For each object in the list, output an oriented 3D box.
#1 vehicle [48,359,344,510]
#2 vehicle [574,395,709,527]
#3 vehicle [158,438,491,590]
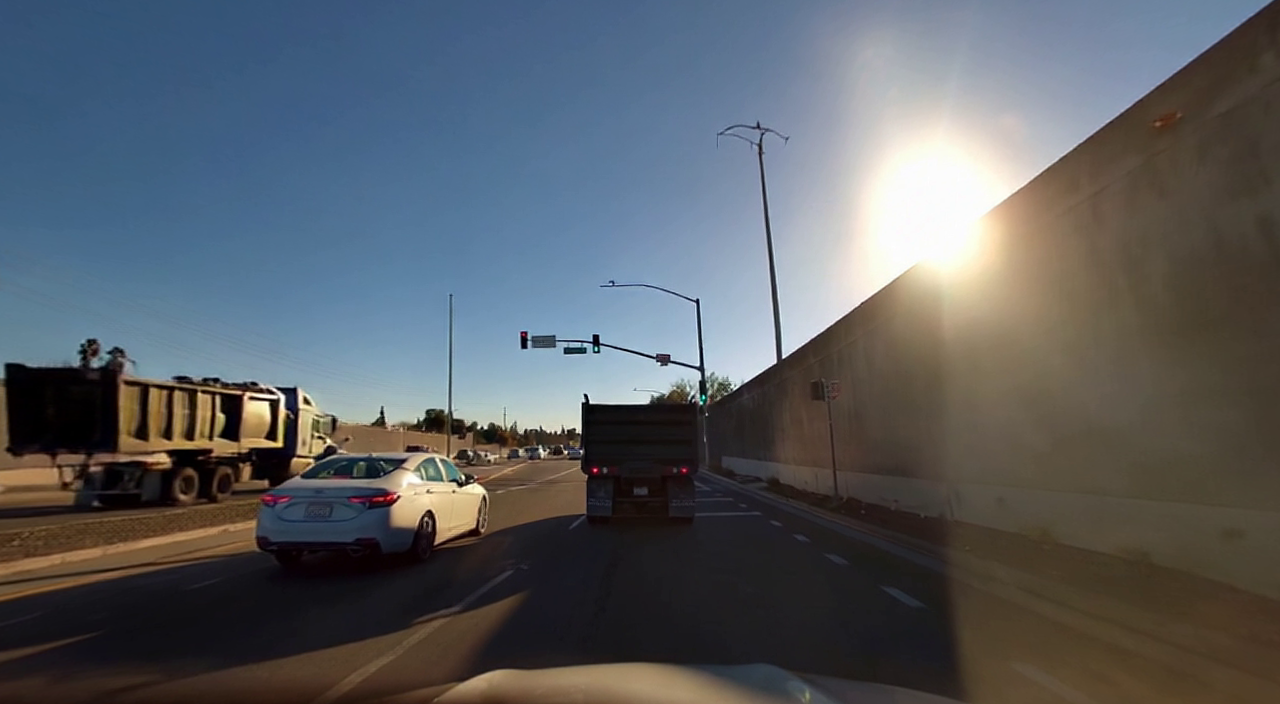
[{"bbox_3d":[-13.345,2.730,20.468,3.016,3.847,8.707,0,-8,1],"label":"vehicle"},{"bbox_3d":[0.052,2.302,13.841,2.355,2.305,5.336,0,-8,1],"label":"vehicle"},{"bbox_3d":[-3.722,1.976,8.793,2.019,1.480,4.966,0,-8,1],"label":"vehicle"}]
